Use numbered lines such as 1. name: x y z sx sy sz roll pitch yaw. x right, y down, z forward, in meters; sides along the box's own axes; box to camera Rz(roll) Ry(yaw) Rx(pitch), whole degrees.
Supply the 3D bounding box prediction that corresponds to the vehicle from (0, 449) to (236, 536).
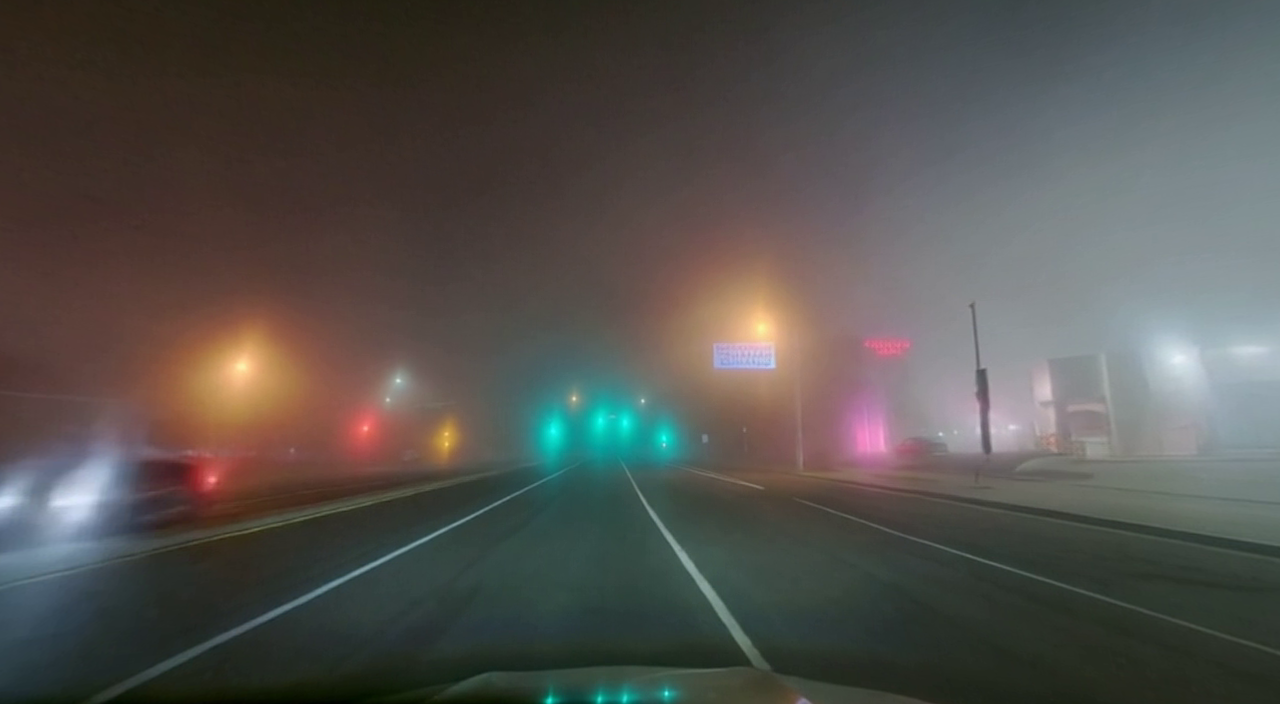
1. vehicle: -11.011 2.874 13.620 1.893 1.525 4.237 0 -8 -2
